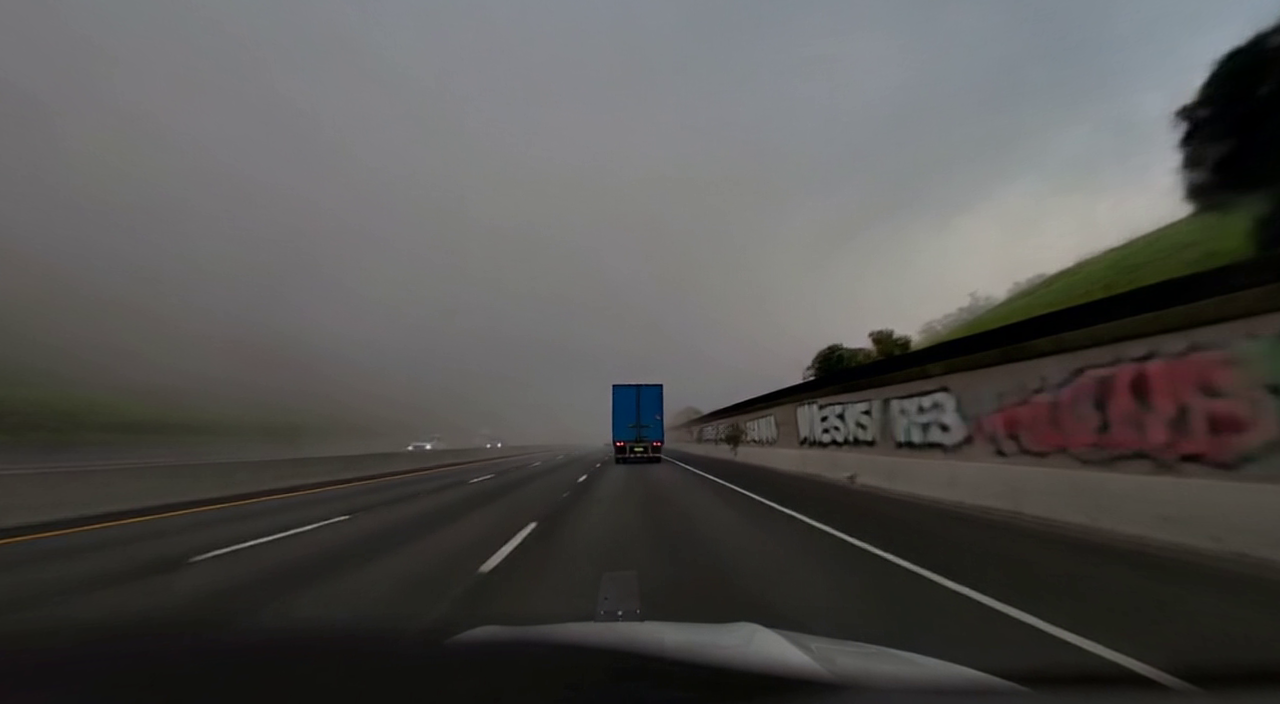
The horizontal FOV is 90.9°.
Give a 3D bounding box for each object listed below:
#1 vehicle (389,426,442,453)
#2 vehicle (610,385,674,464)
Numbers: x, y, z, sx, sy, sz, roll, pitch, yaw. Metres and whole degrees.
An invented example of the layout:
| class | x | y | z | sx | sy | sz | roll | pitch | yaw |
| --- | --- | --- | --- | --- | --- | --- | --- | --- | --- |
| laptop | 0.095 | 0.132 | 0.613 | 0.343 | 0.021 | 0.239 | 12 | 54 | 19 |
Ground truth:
| class | x | y | z | sx | sy | sz | roll | pitch | yaw |
| --- | --- | --- | --- | --- | --- | --- | --- | --- | --- |
| vehicle | -15.765 | 6.166 | 44.527 | 2.030 | 1.734 | 4.748 | 0 | -8 | -1 |
| vehicle | -0.142 | 4.184 | 35.610 | 2.921 | 3.765 | 10.773 | 1 | -8 | -3 |
